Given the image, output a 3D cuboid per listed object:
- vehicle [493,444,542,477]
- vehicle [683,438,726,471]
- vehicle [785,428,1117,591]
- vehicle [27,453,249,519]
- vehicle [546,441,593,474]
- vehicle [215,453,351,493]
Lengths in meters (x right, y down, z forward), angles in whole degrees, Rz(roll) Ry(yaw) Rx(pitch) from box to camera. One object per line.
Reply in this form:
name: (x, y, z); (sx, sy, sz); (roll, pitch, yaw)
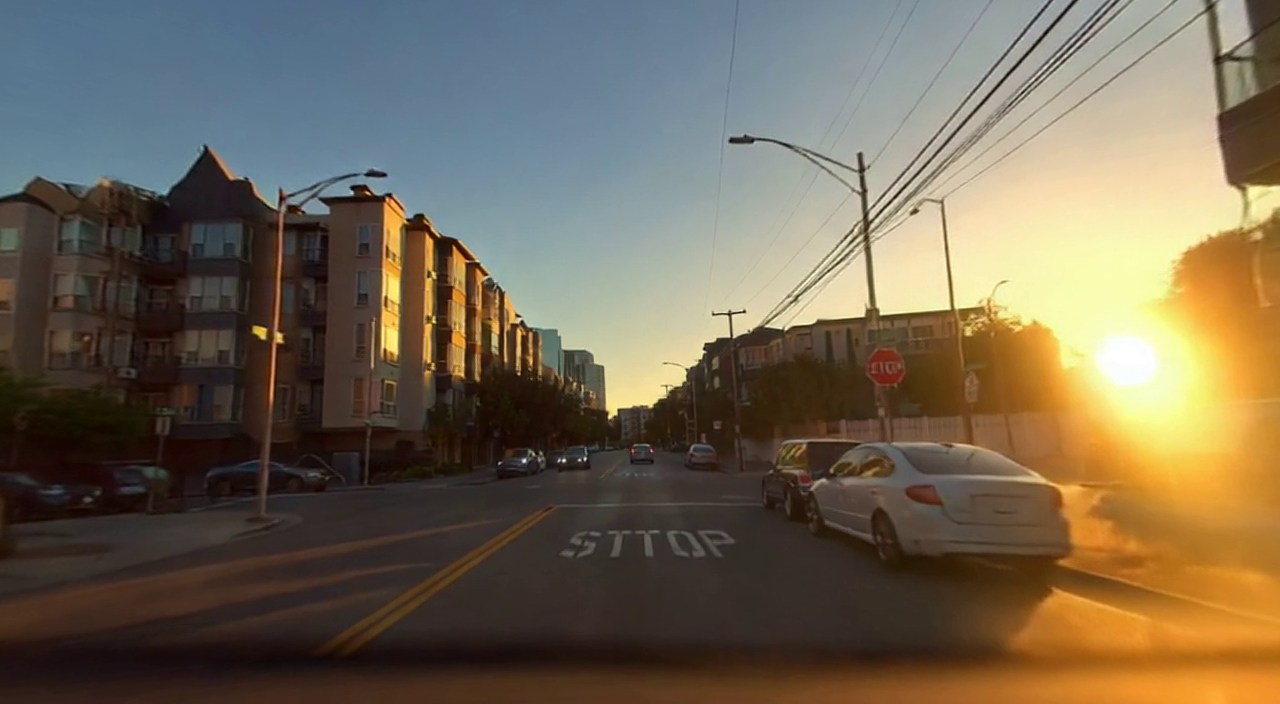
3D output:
vehicle: (-7.531, 6.692, 39.147); (2.140, 1.874, 4.475); (-1, -9, 0)
vehicle: (3.868, 6.275, 38.695); (2.164, 1.721, 4.416); (-4, -9, 1)
vehicle: (3.474, 1.841, 8.285); (1.888, 1.495, 4.567); (0, -9, -2)
vehicle: (-16.429, 4.383, 20.889); (5.392, 1.808, 2.324); (-3, -9, 1)
vehicle: (-4.169, 6.359, 38.117); (2.201, 1.801, 4.750); (-1, -9, 2)
vehicle: (-17.144, 5.817, 30.462); (5.354, 1.773, 1.991); (-1, -9, 0)
